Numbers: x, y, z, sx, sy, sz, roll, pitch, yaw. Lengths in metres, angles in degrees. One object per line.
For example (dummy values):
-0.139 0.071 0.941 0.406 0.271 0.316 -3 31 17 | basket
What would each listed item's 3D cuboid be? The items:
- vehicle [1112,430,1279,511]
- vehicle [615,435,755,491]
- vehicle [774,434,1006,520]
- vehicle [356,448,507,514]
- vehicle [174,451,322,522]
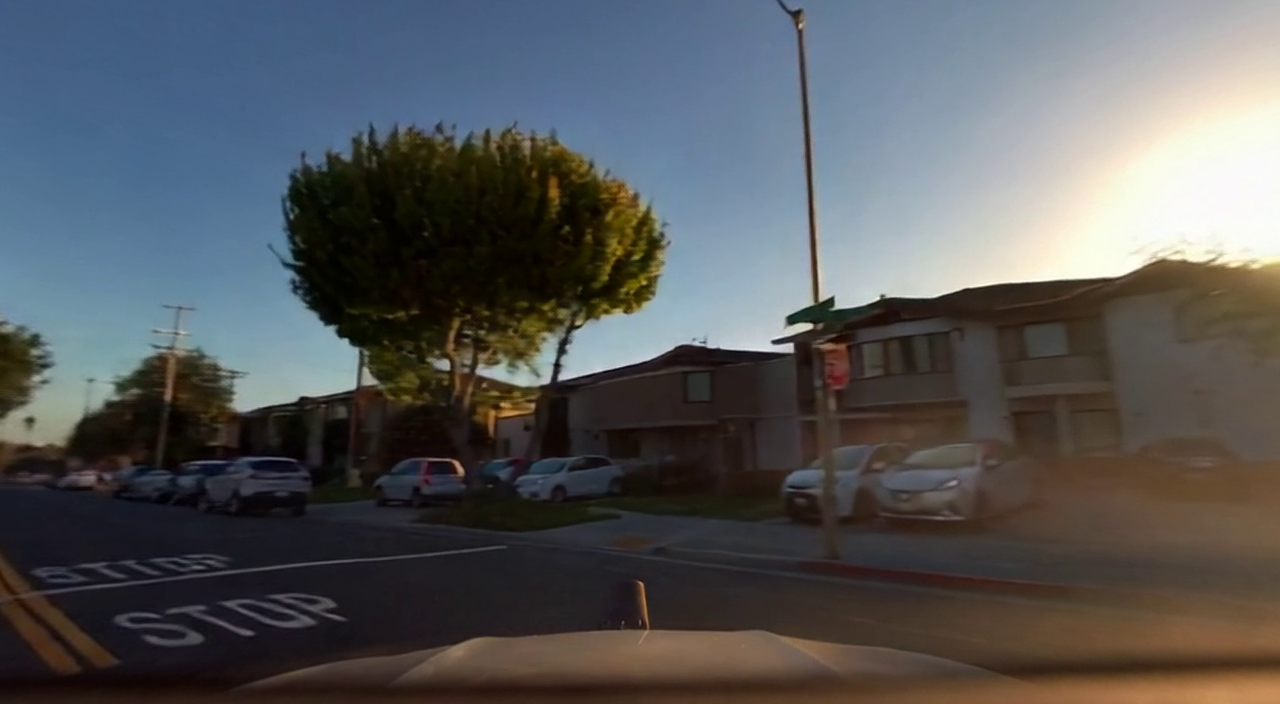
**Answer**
16.110 3.066 16.555 5.798 1.920 2.267 1 -9 -8 | vehicle
2.713 7.151 41.061 9.384 3.230 2.928 -8 -12 43 | vehicle
5.906 2.938 15.275 4.778 1.753 1.959 -8 -12 41 | vehicle
-7.723 4.556 22.898 6.027 1.893 2.282 -6 -9 39 | vehicle
-12.945 4.244 20.557 5.853 1.974 2.292 -8 -12 40 | vehicle
